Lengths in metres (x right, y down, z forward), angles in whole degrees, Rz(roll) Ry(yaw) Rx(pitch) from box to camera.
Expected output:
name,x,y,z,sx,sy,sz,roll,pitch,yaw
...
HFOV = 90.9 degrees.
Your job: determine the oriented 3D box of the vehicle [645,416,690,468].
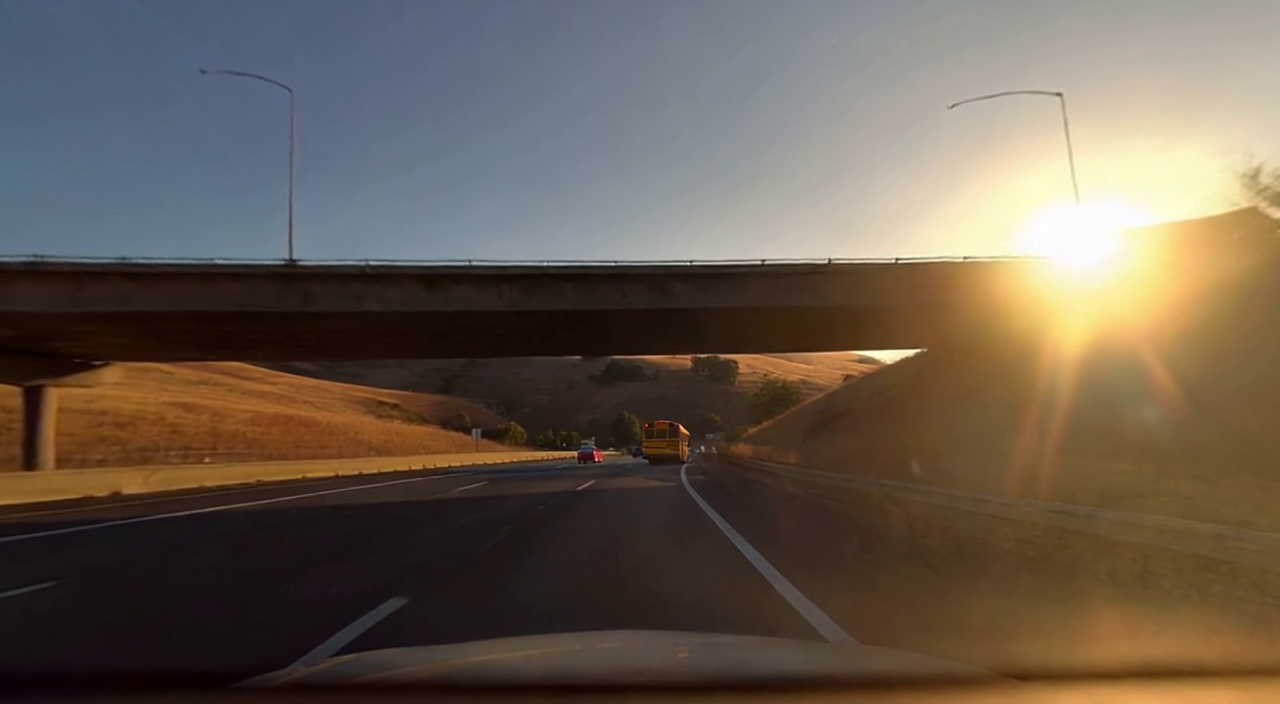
name,x,y,z,sx,sy,sz,roll,pitch,yaw
vehicle,2.090,6.634,46.305,2.945,3.295,10.406,-1,-8,3
